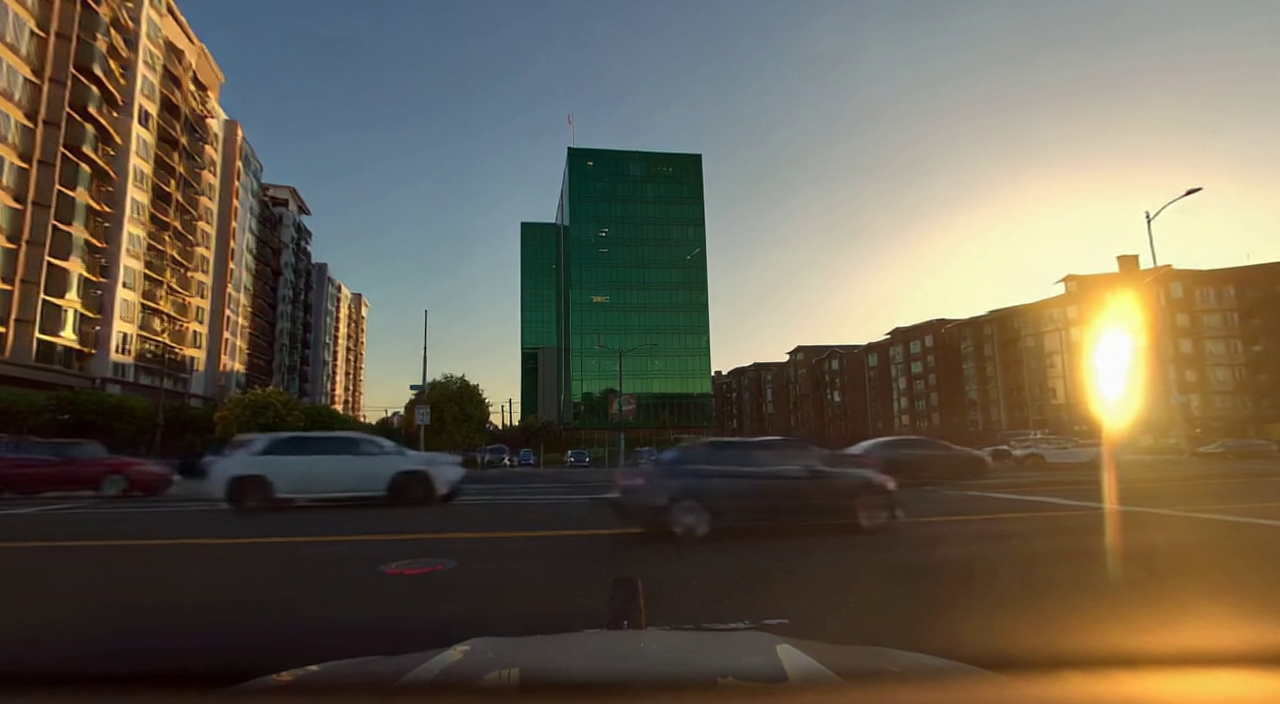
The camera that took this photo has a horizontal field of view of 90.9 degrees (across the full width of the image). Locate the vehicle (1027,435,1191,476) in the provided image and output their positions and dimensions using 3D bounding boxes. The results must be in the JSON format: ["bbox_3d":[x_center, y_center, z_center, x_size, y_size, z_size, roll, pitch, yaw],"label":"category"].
[{"bbox_3d":[17.624,3.890,23.811,4.921,1.453,1.894,1,-9,-7],"label":"vehicle"}]

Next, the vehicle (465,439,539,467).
[{"bbox_3d":[-10.168,7.471,46.552,4.920,1.956,1.865,-2,-9,15],"label":"vehicle"}]

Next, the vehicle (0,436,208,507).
[{"bbox_3d":[-12.939,2.652,14.238,4.795,1.465,1.882,1,-9,-8],"label":"vehicle"}]

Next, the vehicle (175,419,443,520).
[{"bbox_3d":[-5.995,2.173,11.957,4.011,1.697,1.857,1,-9,-9],"label":"vehicle"}]

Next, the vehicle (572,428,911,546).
[{"bbox_3d":[1.375,1.961,9.663,4.685,1.528,2.014,1,-8,-9],"label":"vehicle"}]

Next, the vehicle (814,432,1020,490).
[{"bbox_3d":[7.560,2.969,17.428,4.818,1.470,1.989,1,-9,-9],"label":"vehicle"}]
